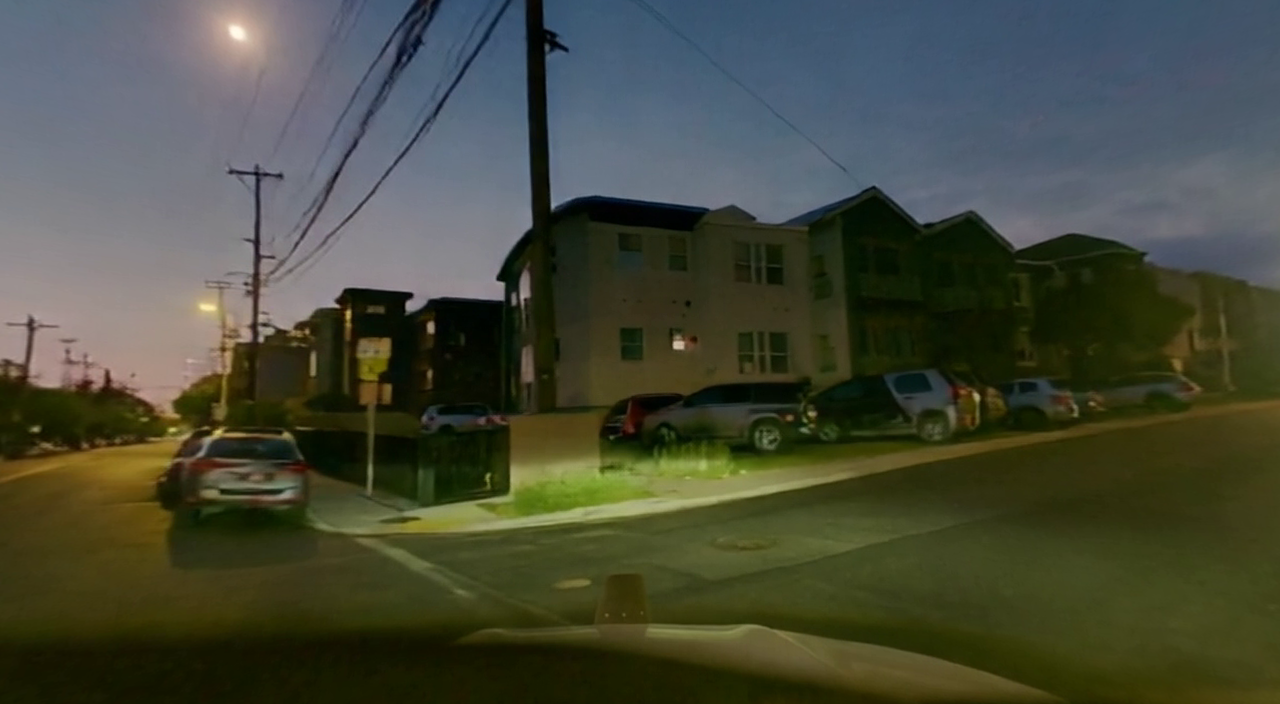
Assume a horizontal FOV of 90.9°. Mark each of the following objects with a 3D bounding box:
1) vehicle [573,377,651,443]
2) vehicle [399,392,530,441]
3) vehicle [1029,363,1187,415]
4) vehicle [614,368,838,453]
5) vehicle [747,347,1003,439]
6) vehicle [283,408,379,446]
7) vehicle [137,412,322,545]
[{"bbox_3d":[-0.773,1.790,18.488,2.003,1.695,4.195,0,-8,-1],"label":"vehicle"},{"bbox_3d":[-7.487,2.814,26.667,5.778,1.875,2.152,-6,-9,36],"label":"vehicle"},{"bbox_3d":[18.009,1.499,24.571,4.450,1.707,1.902,-4,-9,20],"label":"vehicle"},{"bbox_3d":[1.917,1.414,14.260,4.648,1.659,1.897,-4,-9,23],"label":"vehicle"},{"bbox_3d":[5.676,1.164,15.782,5.514,1.976,2.153,-3,-9,20],"label":"vehicle"},{"bbox_3d":[-17.366,4.177,35.552,4.520,1.608,1.714,-2,-1,-39],"label":"vehicle"},{"bbox_3d":[-6.414,1.824,9.766,1.914,1.591,3.892,5,-10,-36],"label":"vehicle"}]
